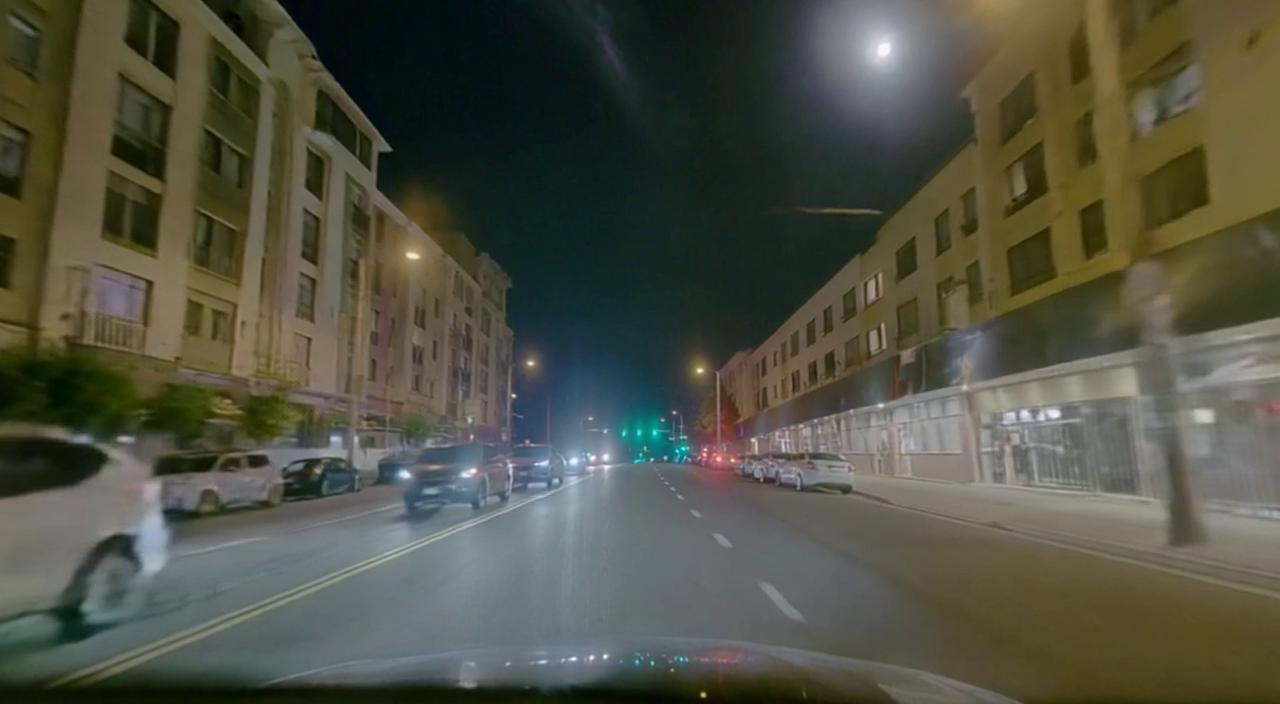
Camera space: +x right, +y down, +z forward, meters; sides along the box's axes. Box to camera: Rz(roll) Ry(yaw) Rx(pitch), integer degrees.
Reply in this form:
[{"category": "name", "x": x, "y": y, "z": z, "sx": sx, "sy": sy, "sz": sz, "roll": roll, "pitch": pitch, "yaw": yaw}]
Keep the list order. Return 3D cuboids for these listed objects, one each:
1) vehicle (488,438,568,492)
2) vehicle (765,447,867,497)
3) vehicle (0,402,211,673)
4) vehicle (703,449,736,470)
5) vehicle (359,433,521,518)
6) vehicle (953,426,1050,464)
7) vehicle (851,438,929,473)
[{"category": "vehicle", "x": -3.784, "y": 3.897, "z": 22.206, "sx": 1.914, "sy": 1.682, "sz": 4.263, "roll": -1, "pitch": -8, "yaw": 2}, {"category": "vehicle", "x": 5.980, "y": 4.092, "z": 22.066, "sx": 2.054, "sy": 1.525, "sz": 4.258, "roll": 0, "pitch": -8, "yaw": -4}, {"category": "vehicle", "x": -4.906, "y": 1.084, "z": 3.488, "sx": 1.950, "sy": 1.636, "sz": 4.253, "roll": -1, "pitch": -8, "yaw": 2}, {"category": "vehicle", "x": 6.032, "y": 8.229, "z": 48.469, "sx": 1.837, "sy": 1.482, "sz": 4.706, "roll": 0, "pitch": -8, "yaw": -1}, {"category": "vehicle", "x": -4.333, "y": 2.749, "z": 14.614, "sx": 2.145, "sy": 1.653, "sz": 4.421, "roll": -1, "pitch": -8, "yaw": 2}, {"category": "vehicle", "x": 17.256, "y": 4.487, "z": 30.435, "sx": 1.908, "sy": 1.680, "sz": 4.434, "roll": 0, "pitch": -8, "yaw": -2}, {"category": "vehicle", "x": 11.722, "y": 4.884, "z": 30.046, "sx": 1.866, "sy": 1.506, "sz": 4.934, "roll": 0, "pitch": -8, "yaw": 2}]
